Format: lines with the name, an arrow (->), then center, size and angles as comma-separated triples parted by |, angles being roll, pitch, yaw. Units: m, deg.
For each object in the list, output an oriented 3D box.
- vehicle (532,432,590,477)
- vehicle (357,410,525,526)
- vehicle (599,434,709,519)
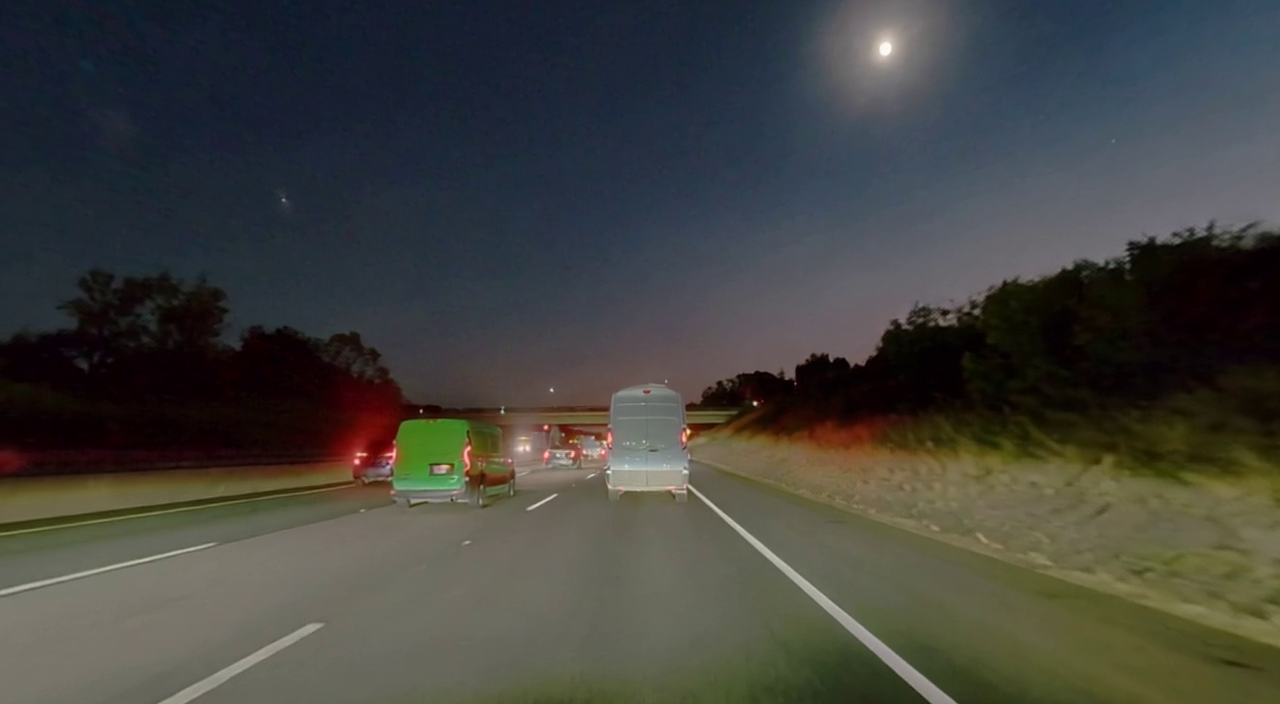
vehicle -> -3.474, 4.636, 28.560 | 2.068, 1.862, 4.234 | 0, -9, 0
vehicle -> -3.639, 2.211, 12.397 | 1.951, 1.882, 3.979 | 0, -9, 0
vehicle -> 0.239, 2.522, 13.147 | 1.991, 1.507, 3.391 | 0, -9, 0
